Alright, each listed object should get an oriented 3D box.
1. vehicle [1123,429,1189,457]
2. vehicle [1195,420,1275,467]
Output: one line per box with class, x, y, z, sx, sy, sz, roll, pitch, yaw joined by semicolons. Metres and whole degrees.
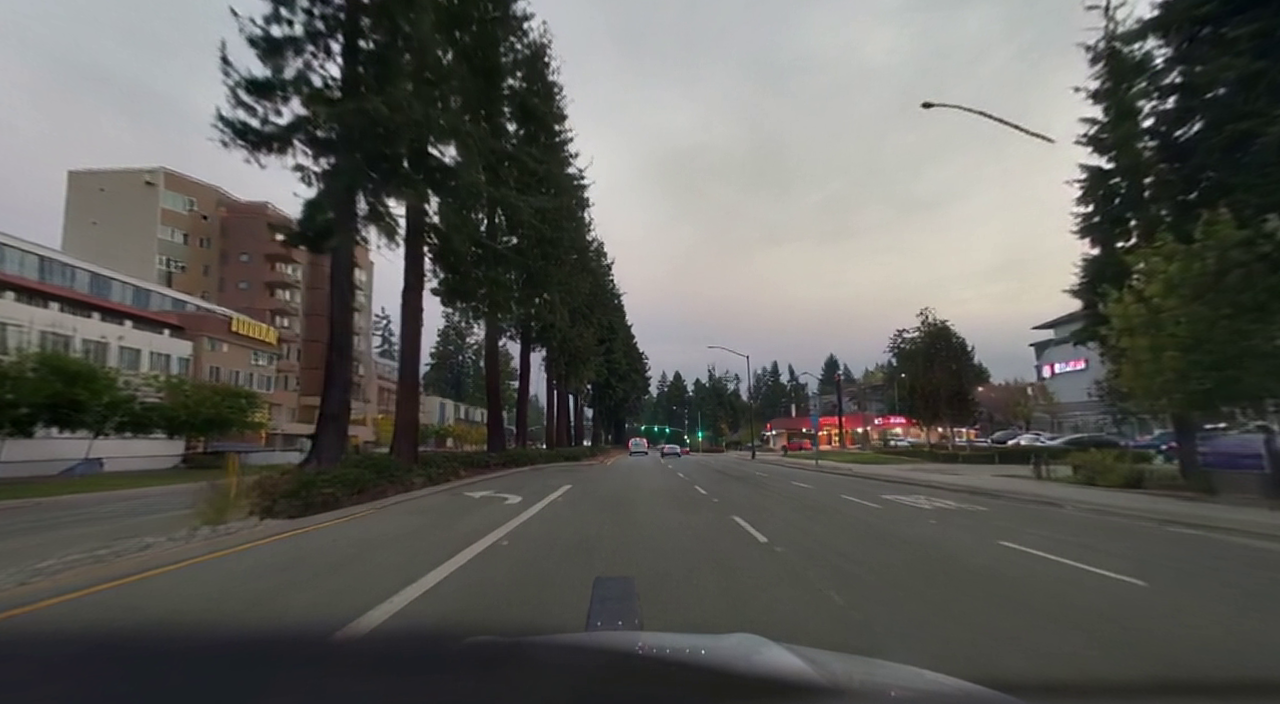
vehicle;31.814;5.633;39.091;2.133;1.584;4.842;-5;-9;28
vehicle;31.801;4.866;33.959;2.229;2.281;5.488;-4;-9;35
